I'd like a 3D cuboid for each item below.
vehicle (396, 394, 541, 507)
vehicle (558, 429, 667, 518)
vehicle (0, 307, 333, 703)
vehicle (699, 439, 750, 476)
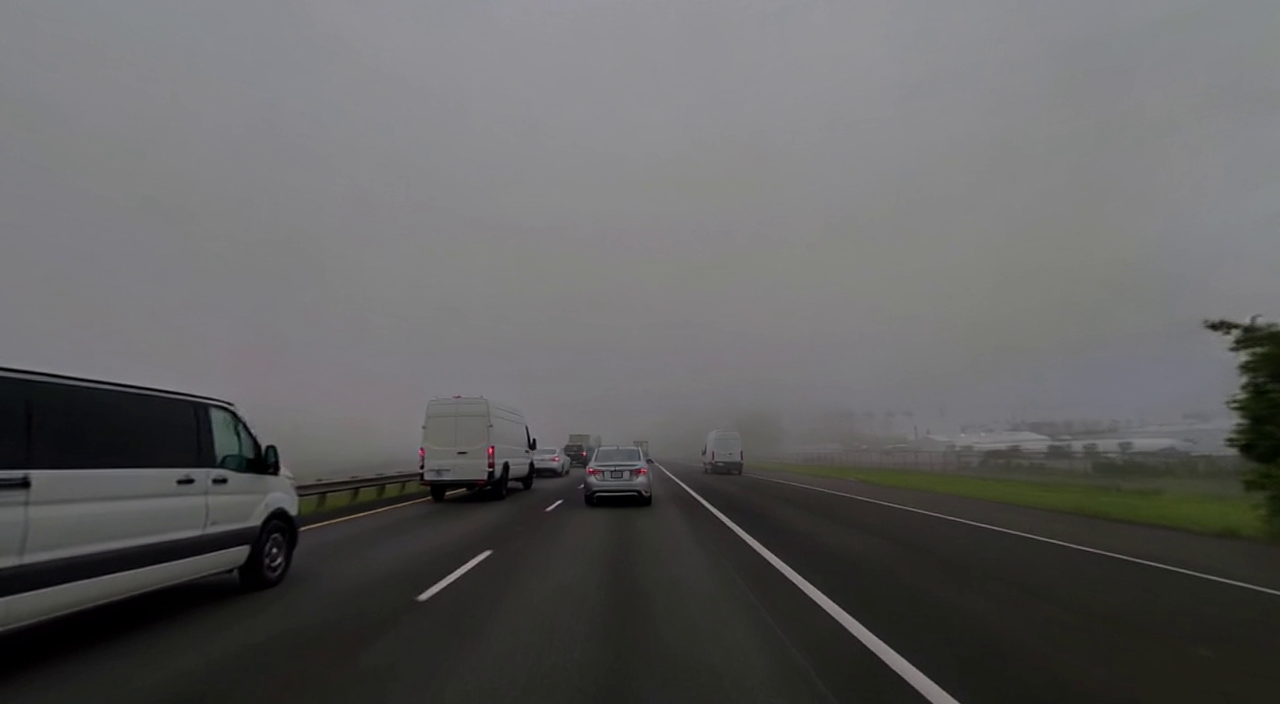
[{"bbox_3d":[-4.561,2.832,18.245,2.248,2.626,6.837,0,-9,0],"label":"vehicle"},{"bbox_3d":[-0.519,2.639,14.096,2.093,1.695,3.782,0,-9,0],"label":"vehicle"},{"bbox_3d":[-4.026,0.843,3.403,2.253,1.892,4.823,0,-9,0],"label":"vehicle"},{"bbox_3d":[4.219,5.353,32.102,2.003,1.754,4.134,0,-9,-1],"label":"vehicle"}]
